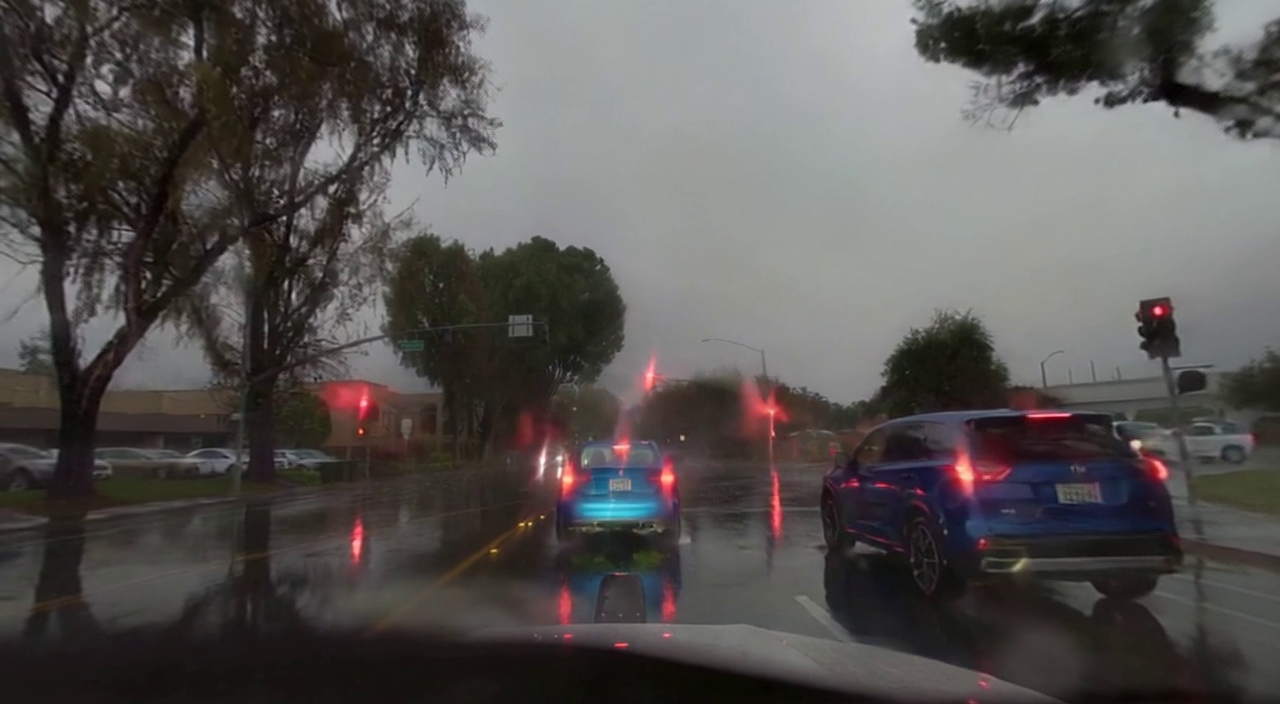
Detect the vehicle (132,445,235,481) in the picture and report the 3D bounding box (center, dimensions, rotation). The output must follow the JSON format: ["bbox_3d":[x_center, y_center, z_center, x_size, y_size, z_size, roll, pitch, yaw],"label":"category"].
[{"bbox_3d":[-28.581,6.934,39.795,4.943,2.110,2.217,5,-10,-32],"label":"vehicle"}]

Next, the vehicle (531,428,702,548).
[{"bbox_3d":[-0.328,2.091,10.468,2.177,1.512,4.682,0,-9,-1],"label":"vehicle"}]

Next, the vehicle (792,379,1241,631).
[{"bbox_3d":[3.195,1.403,6.718,2.046,1.768,4.370,0,-9,0],"label":"vehicle"}]
